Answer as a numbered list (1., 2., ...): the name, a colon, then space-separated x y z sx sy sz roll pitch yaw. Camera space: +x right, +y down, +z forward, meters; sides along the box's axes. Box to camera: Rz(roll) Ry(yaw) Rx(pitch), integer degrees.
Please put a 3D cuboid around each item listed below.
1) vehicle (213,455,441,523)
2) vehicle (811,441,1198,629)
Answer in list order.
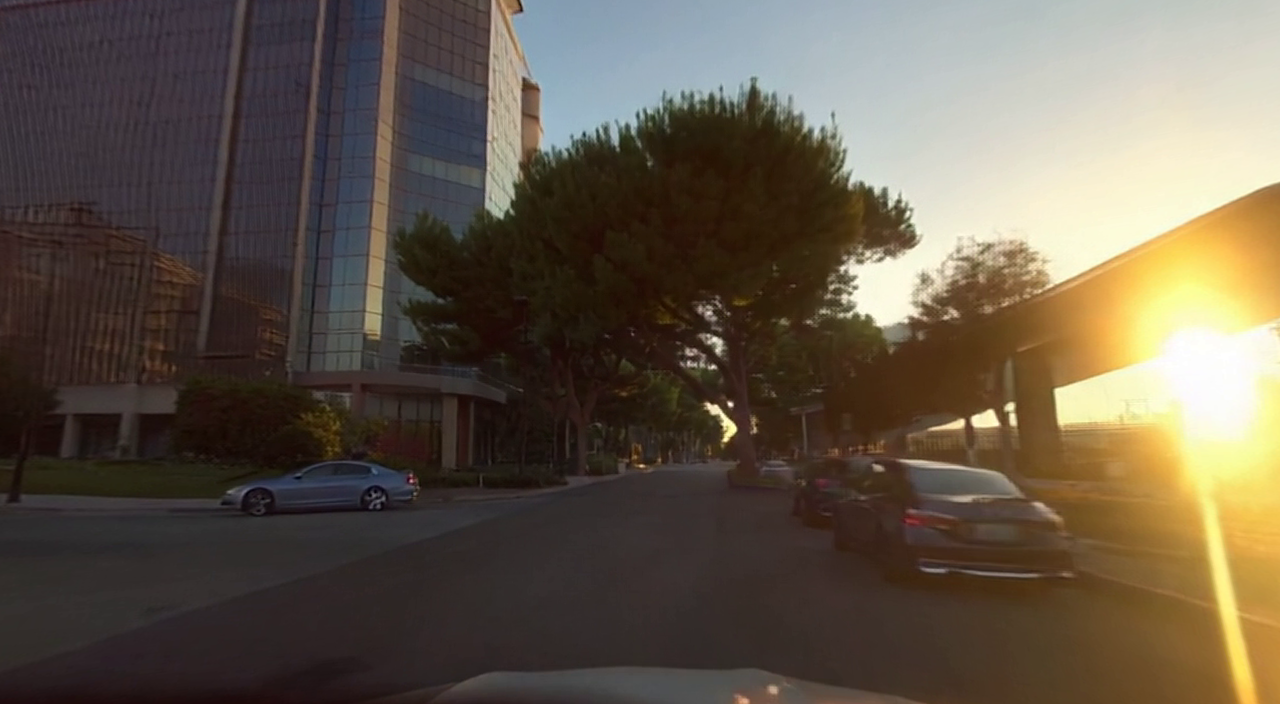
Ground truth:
1. vehicle: -7.716 3.348 15.764 4.770 1.448 1.983 7 -12 -34
2. vehicle: 3.412 1.789 7.002 2.073 1.434 3.899 0 -10 3
